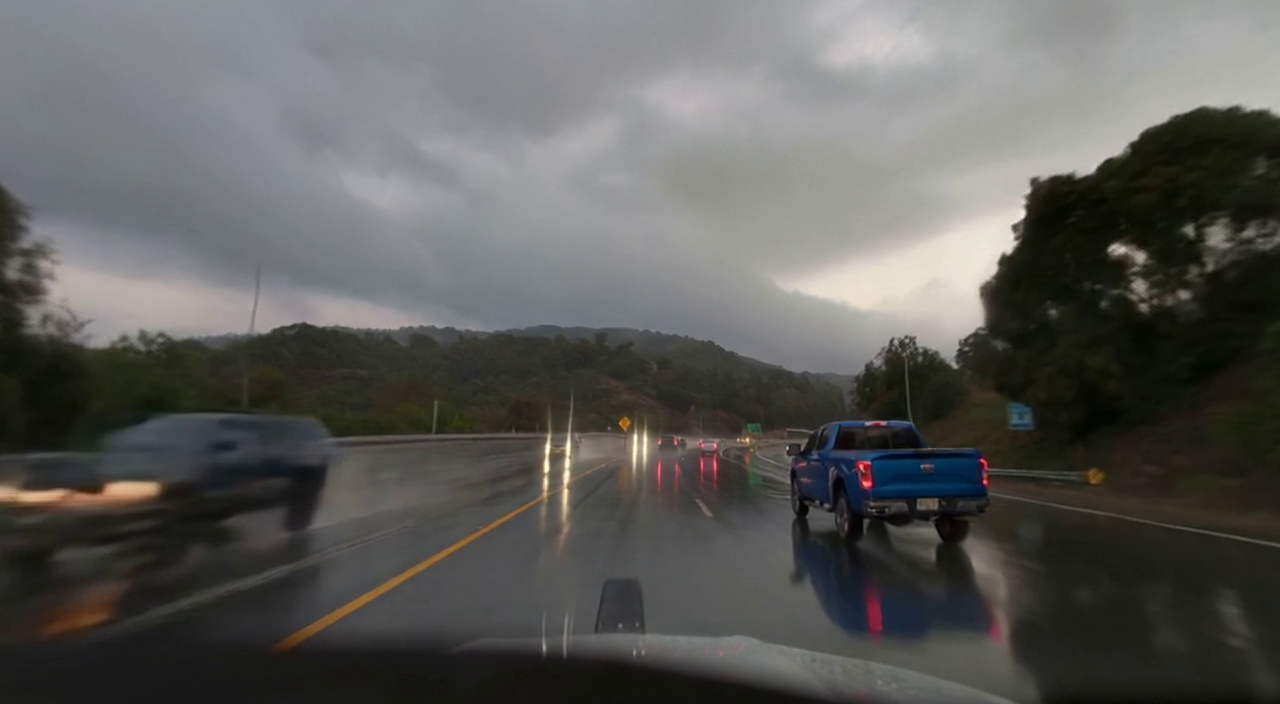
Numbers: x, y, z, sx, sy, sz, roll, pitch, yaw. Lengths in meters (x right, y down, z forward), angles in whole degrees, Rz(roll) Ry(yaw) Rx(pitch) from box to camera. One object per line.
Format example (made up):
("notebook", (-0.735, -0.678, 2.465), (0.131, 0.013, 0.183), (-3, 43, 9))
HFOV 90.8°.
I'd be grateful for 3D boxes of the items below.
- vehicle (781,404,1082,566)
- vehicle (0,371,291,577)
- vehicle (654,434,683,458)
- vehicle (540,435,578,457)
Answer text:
("vehicle", (3.672, 1.791, 9.239), (2.151, 1.744, 4.709), (0, -9, 0))
("vehicle", (-6.671, 1.391, 7.645), (2.104, 1.790, 4.792), (0, -9, 0))
("vehicle", (2.260, 7.340, 49.404), (2.186, 1.782, 4.100), (-1, -9, 4))
("vehicle", (-5.967, 7.047, 47.124), (1.990, 1.533, 4.572), (-1, -9, 3))
